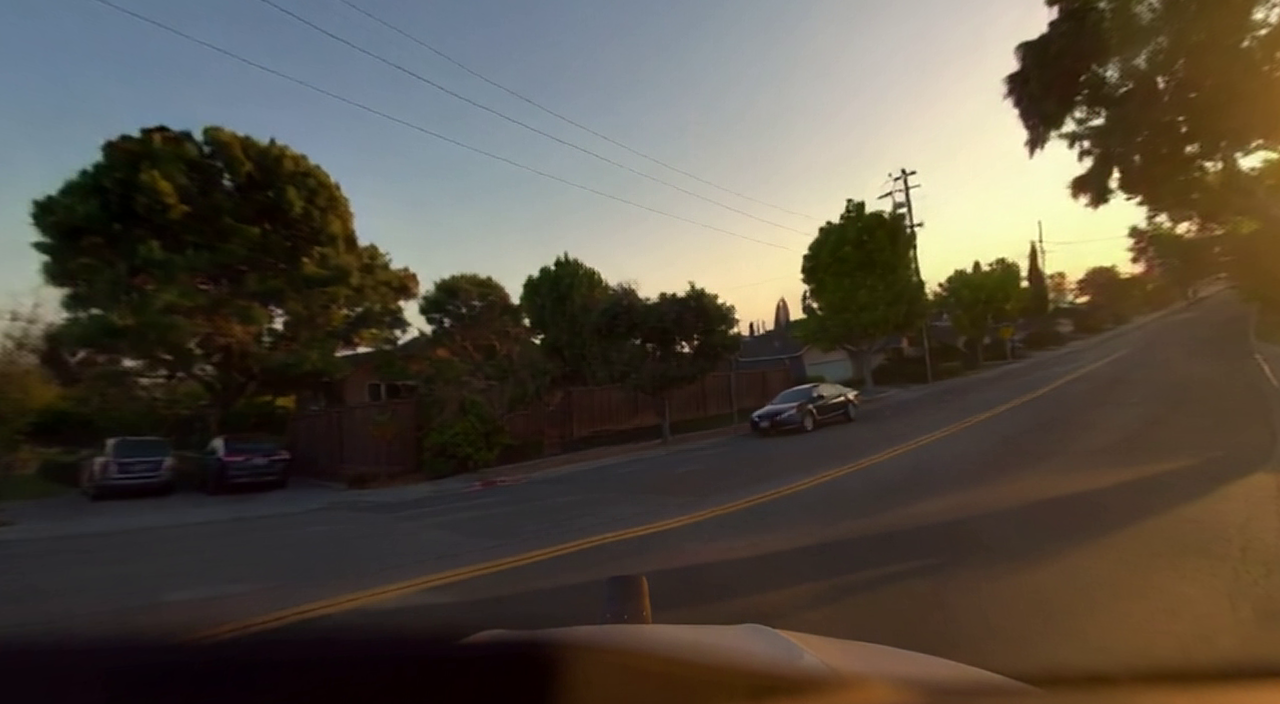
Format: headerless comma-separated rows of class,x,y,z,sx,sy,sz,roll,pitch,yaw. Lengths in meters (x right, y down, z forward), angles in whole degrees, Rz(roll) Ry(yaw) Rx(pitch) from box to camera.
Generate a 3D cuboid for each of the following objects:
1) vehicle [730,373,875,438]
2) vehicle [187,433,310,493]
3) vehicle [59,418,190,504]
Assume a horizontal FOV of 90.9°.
vehicle,5.479,1.698,20.751,5.289,1.595,2.032,-1,-6,-45
vehicle,-13.074,3.606,20.894,5.118,1.728,2.216,-8,-12,44
vehicle,-15.597,3.213,18.936,2.413,1.838,4.977,13,-9,-43
